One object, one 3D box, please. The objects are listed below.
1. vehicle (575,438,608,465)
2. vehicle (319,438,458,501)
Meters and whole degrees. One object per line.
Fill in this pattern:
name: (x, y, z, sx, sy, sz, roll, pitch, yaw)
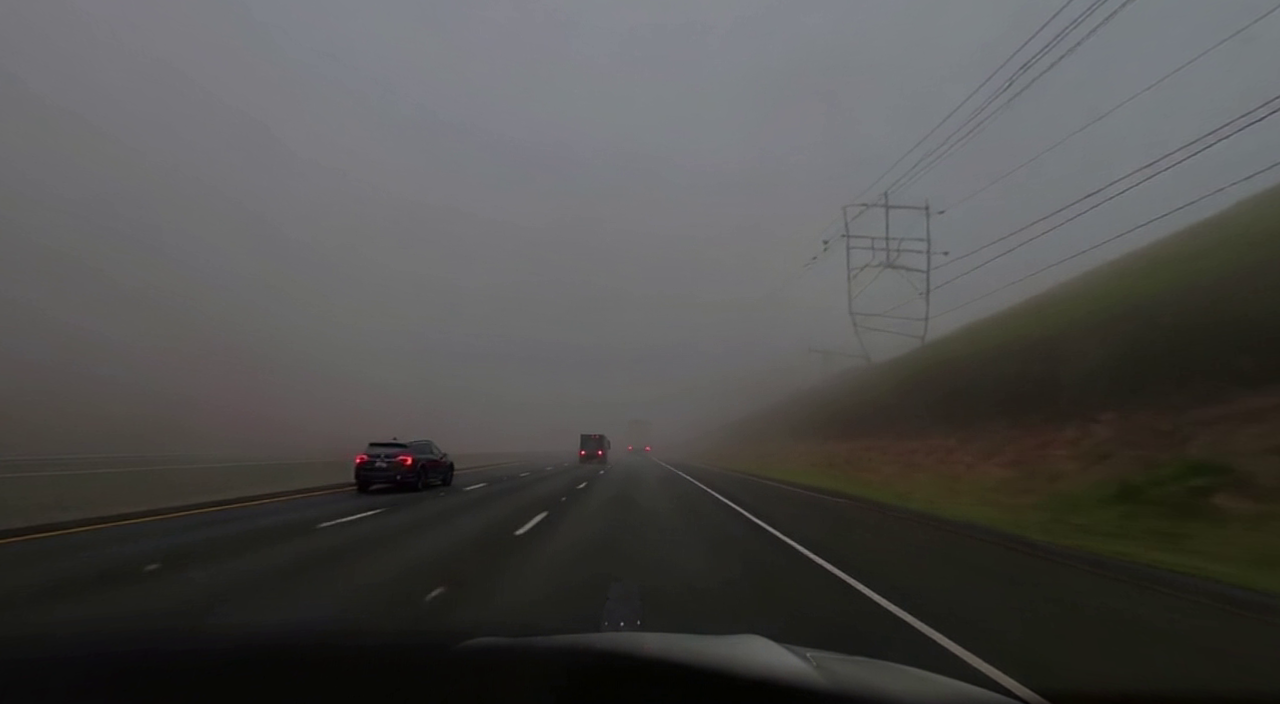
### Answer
vehicle: (-3.725, 7.780, 49.384, 2.207, 1.949, 4.911, 0, -9, 0)
vehicle: (-6.986, 3.307, 18.187, 2.066, 1.558, 4.607, 0, -9, 0)
